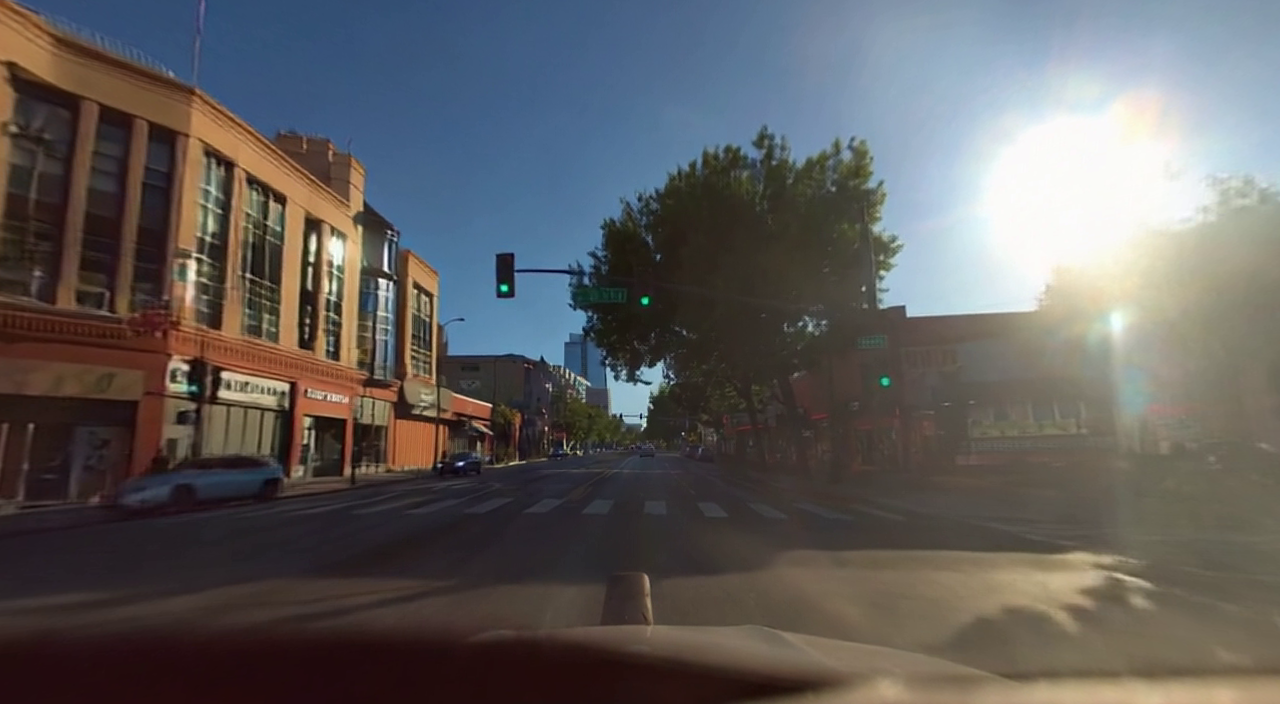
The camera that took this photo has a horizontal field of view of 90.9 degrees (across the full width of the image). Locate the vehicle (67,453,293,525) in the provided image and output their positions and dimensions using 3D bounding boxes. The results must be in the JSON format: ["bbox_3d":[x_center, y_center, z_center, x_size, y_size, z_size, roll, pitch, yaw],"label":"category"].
[{"bbox_3d":[-11.760,3.459,16.539,1.919,1.518,4.360,-3,-9,20],"label":"vehicle"}]

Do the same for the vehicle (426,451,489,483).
[{"bbox_3d":[-9.172,5.770,31.999,1.913,1.457,4.048,0,-8,1],"label":"vehicle"}]
